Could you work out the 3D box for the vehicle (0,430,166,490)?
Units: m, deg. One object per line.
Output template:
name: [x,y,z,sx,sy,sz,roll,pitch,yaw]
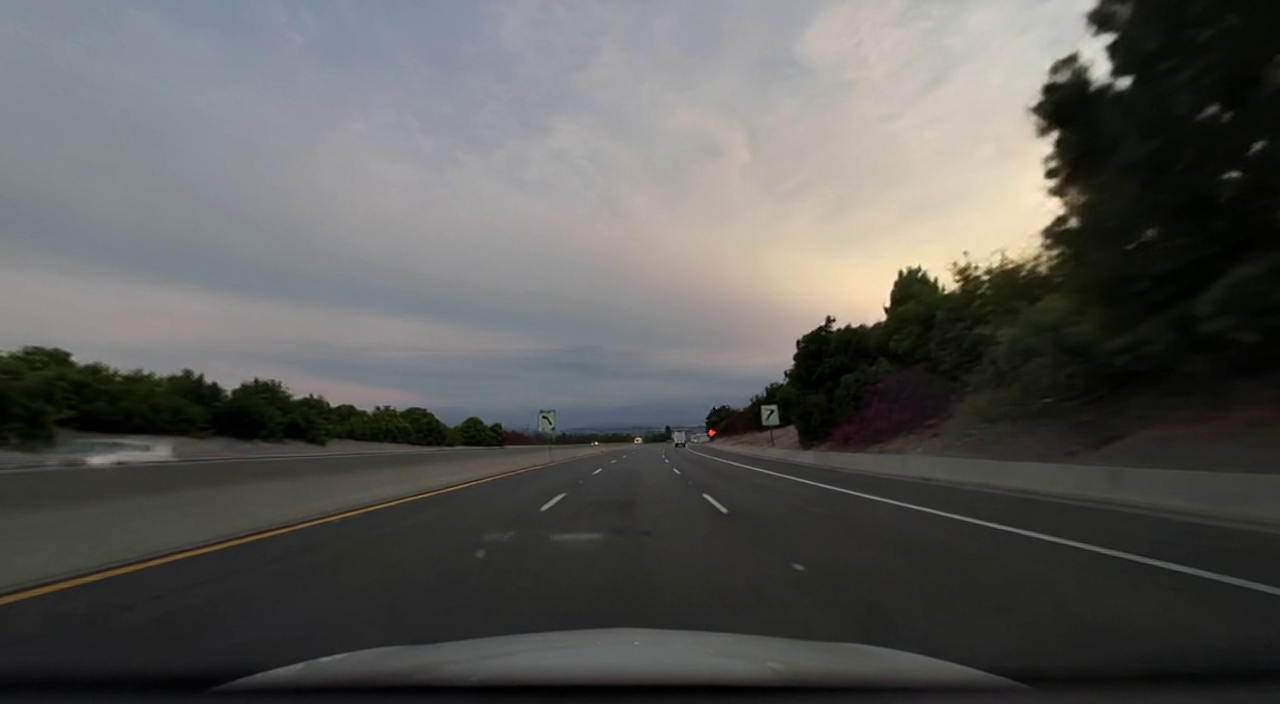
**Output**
vehicle: [-20.853,3.988,23.685,2.075,1.944,4.938,-1,-8,1]
